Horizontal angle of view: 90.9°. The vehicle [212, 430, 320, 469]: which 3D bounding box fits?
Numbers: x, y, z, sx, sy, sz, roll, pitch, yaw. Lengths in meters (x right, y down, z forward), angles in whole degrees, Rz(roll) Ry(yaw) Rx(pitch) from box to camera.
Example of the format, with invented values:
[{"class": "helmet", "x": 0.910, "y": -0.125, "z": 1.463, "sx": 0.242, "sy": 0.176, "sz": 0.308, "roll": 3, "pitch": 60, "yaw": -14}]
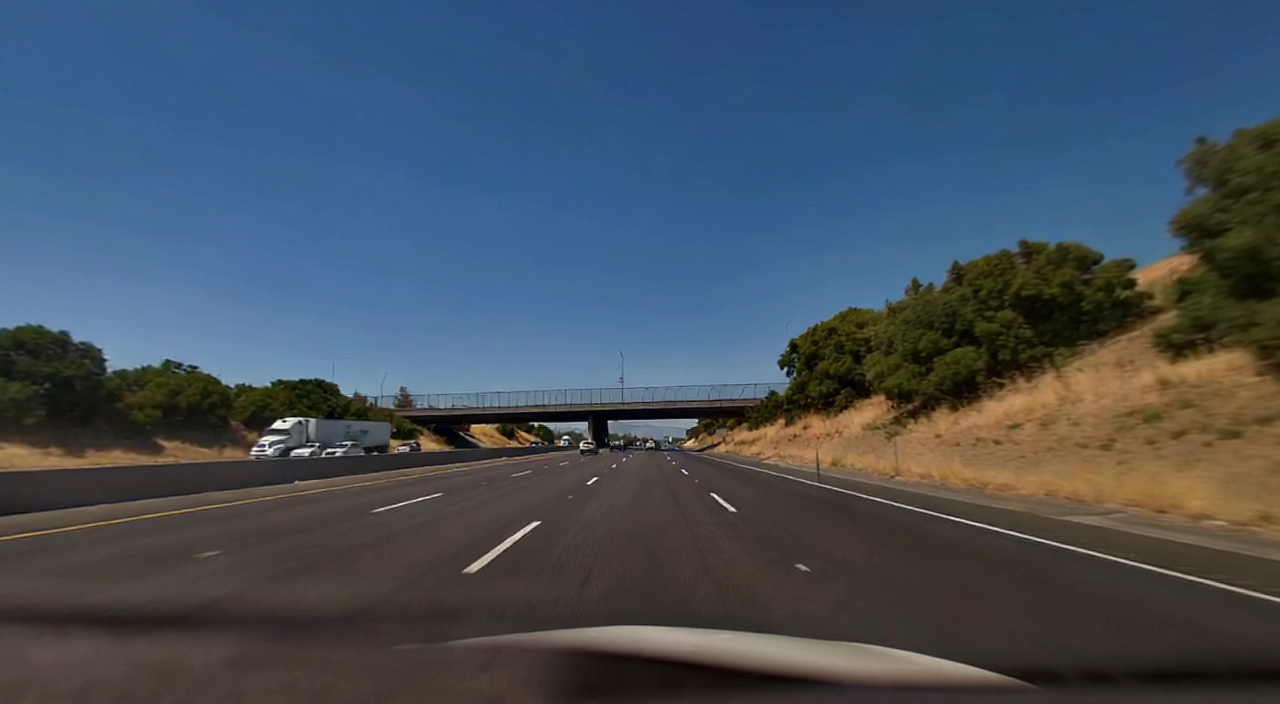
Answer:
[{"class": "vehicle", "x": -24.153, "y": 6.352, "z": 41.226, "sx": 2.639, "sy": 2.330, "sz": 7.053, "roll": 0, "pitch": -9, "yaw": 1}]
